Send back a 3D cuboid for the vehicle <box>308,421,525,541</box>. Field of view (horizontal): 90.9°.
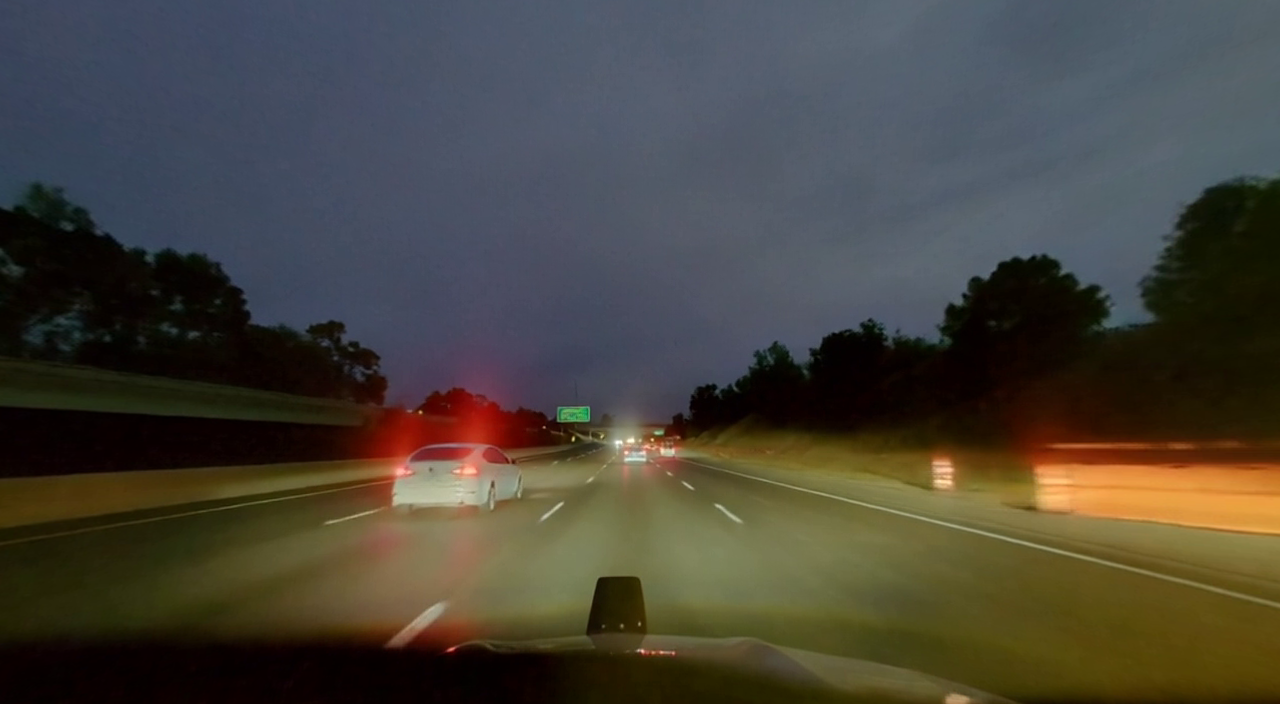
[{"bbox_3d":[-3.582,2.165,11.300,2.114,1.650,4.730,-1,-8,1],"label":"vehicle"}]

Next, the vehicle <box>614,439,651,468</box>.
[{"bbox_3d":[-0.539,6.828,42.555,2.328,1.805,4.502,0,-8,-2],"label":"vehicle"}]
